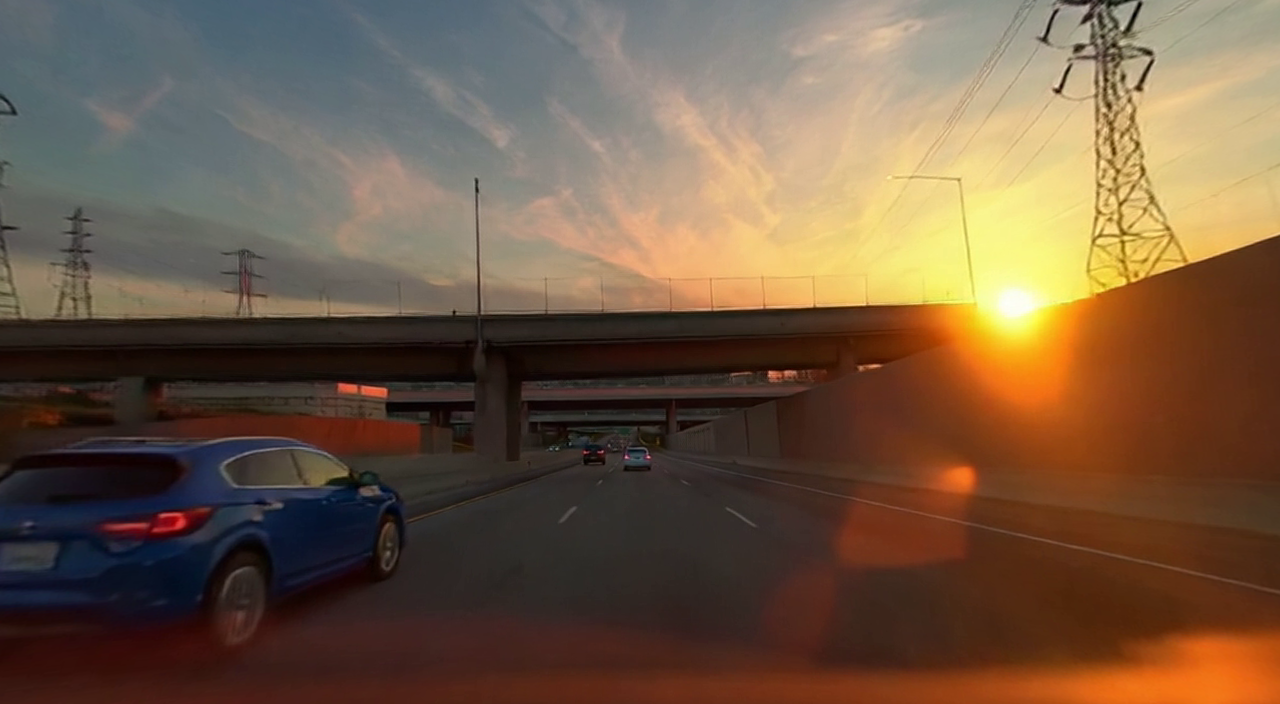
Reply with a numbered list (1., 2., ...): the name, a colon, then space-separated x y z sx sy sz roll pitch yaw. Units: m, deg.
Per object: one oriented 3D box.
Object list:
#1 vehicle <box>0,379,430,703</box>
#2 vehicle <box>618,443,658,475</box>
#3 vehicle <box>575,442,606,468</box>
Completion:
1. vehicle: -3.220 1.196 4.620 1.987 1.548 3.981 0 -9 -1
2. vehicle: -0.122 5.739 33.813 2.004 1.615 4.113 0 -9 -1
3. vehicle: -3.792 7.994 48.913 2.077 1.884 4.961 0 -9 0
